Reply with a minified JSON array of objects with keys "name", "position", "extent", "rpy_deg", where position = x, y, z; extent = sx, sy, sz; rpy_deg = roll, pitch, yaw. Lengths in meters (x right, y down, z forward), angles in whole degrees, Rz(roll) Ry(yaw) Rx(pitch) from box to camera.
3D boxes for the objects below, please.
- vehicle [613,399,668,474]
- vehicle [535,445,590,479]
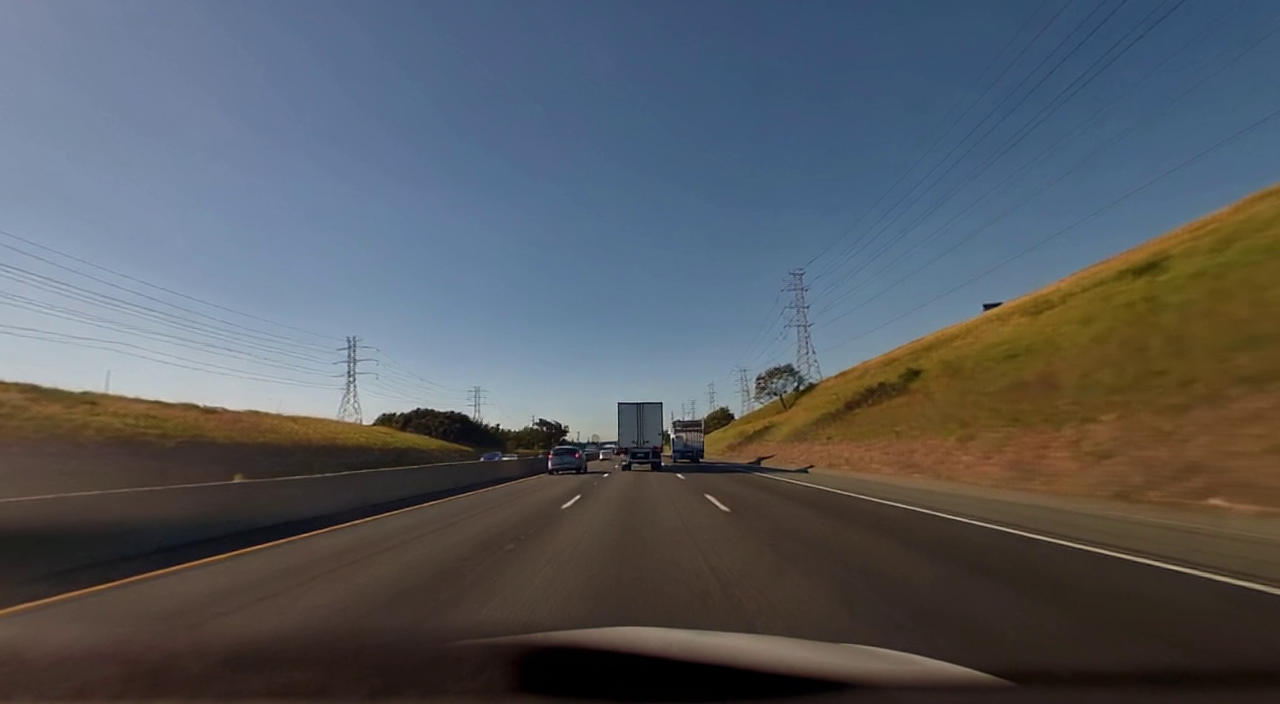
[{"name":"vehicle","position":[0.069,5.427,39.789],"extent":[2.985,4.025,10.982],"rpy_deg":[0,-9,0]},{"name":"vehicle","position":[-3.758,5.432,31.441],"extent":[2.128,1.533,4.694],"rpy_deg":[0,-9,0]}]
